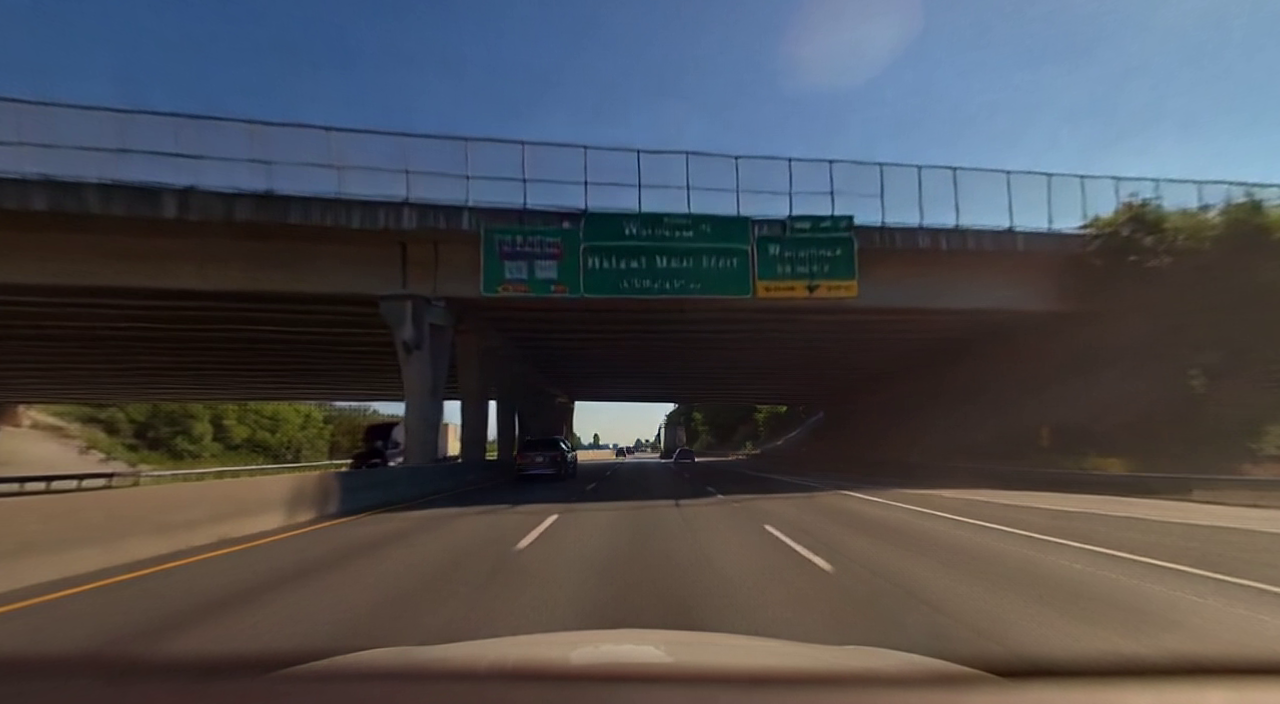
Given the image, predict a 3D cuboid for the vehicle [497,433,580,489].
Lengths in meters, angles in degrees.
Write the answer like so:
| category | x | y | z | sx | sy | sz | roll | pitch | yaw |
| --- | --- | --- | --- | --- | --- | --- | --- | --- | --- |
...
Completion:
| category | x | y | z | sx | sy | sz | roll | pitch | yaw |
| --- | --- | --- | --- | --- | --- | --- | --- | --- | --- |
| vehicle | -3.545 | 3.915 | 22.911 | 2.238 | 1.792 | 4.518 | 0 | -9 | 0 |
